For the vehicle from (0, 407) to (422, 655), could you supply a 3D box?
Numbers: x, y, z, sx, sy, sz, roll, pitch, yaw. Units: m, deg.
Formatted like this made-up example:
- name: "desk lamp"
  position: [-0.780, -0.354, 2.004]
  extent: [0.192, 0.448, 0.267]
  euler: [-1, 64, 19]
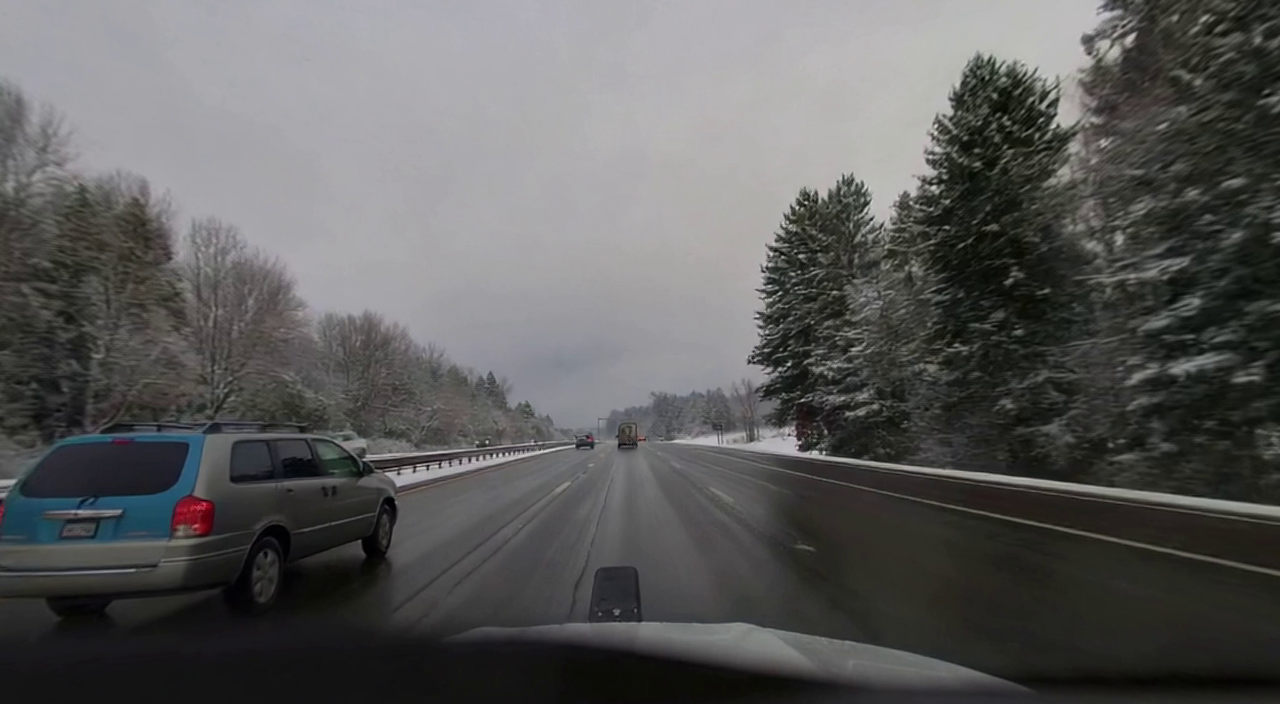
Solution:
- name: "vehicle"
  position: [-3.736, 1.357, 5.915]
  extent: [1.931, 1.483, 4.105]
  euler: [0, -8, -1]
